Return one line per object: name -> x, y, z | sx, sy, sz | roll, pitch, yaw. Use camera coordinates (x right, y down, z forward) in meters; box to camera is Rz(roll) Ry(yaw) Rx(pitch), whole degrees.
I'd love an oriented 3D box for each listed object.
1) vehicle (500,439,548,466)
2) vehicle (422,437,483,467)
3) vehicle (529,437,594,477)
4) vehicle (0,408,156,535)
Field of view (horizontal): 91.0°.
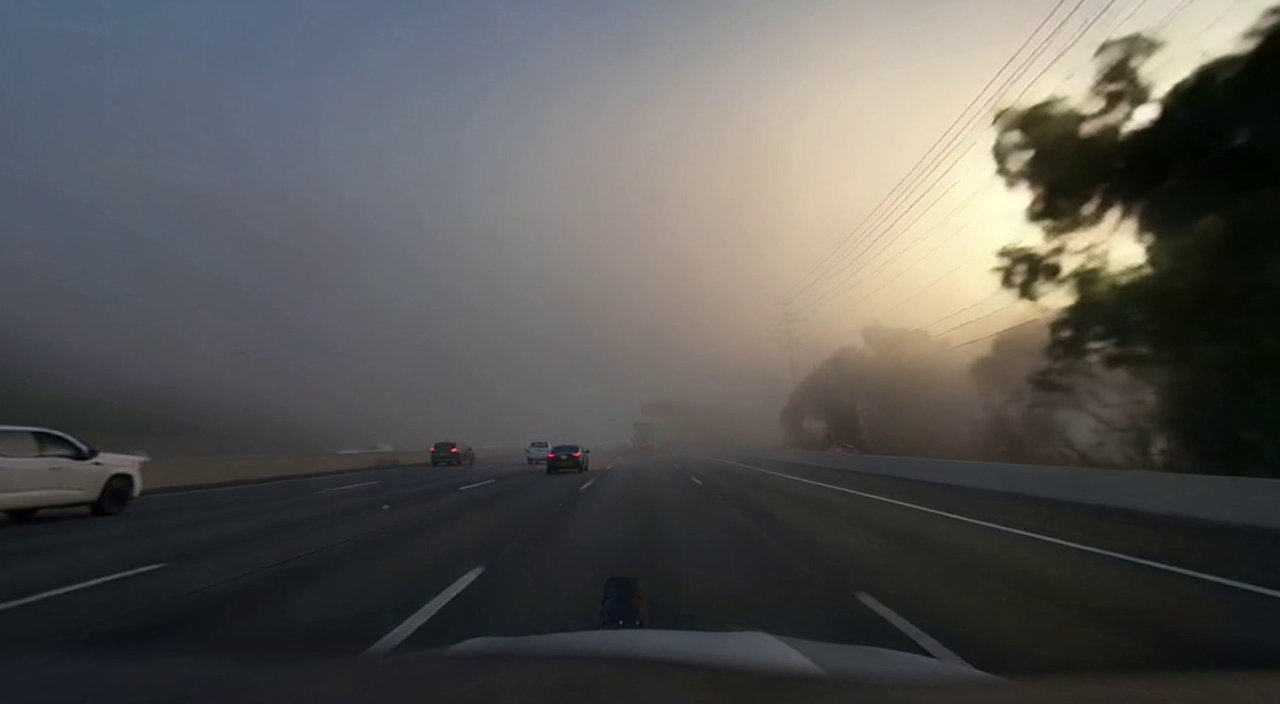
vehicle -> -6.856, 5.999, 37.705 | 1.946, 1.514, 4.687 | 0, -9, 1
vehicle -> -10.842, 5.823, 36.790 | 2.058, 1.621, 4.739 | 0, -9, 1
vehicle -> -3.189, 4.429, 26.719 | 2.045, 1.532, 4.954 | 0, -9, 1
vehicle -> -10.603, 1.759, 9.247 | 2.310, 1.853, 5.817 | 0, -9, 1
